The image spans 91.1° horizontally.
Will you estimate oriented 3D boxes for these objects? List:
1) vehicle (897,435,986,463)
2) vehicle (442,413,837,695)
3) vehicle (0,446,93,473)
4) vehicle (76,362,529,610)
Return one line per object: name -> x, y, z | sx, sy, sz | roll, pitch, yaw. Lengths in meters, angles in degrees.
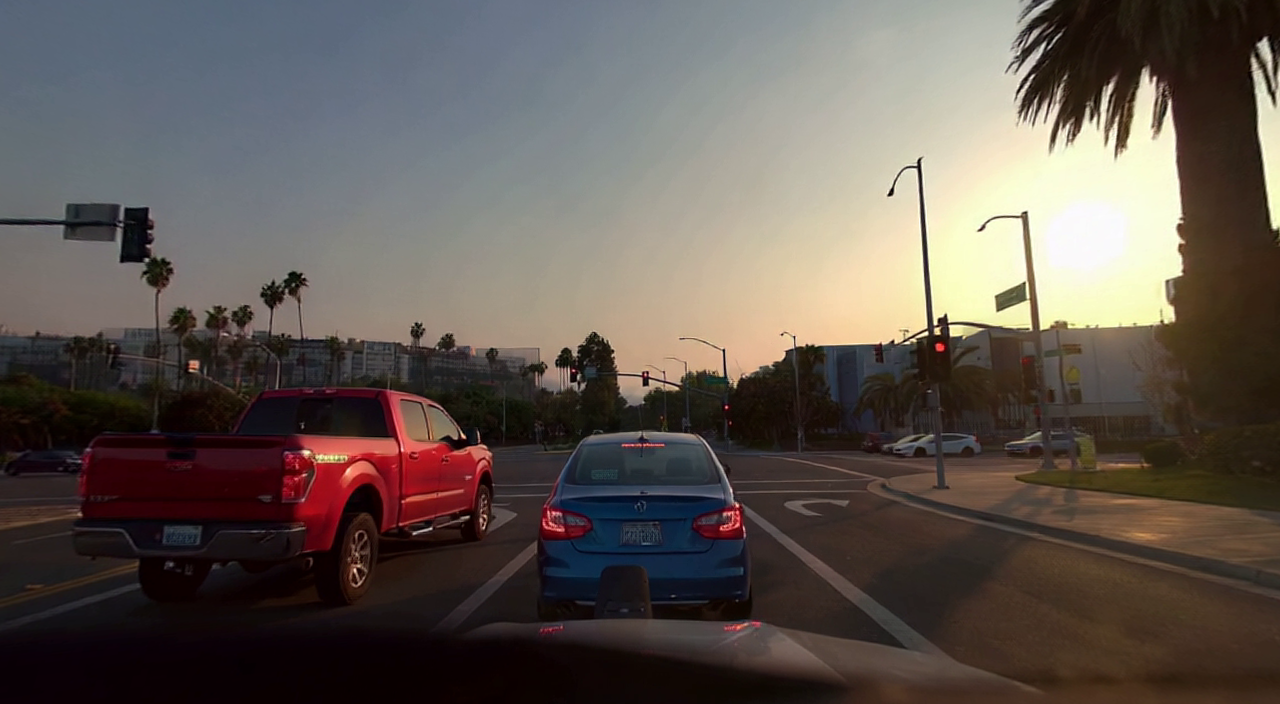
vehicle -> 18.801, 6.067, 39.305 | 4.466, 1.717, 1.963 | 0, -8, 2
vehicle -> 0.030, 1.398, 5.531 | 2.122, 1.501, 4.152 | 0, -8, 1
vehicle -> -37.093, 6.636, 38.855 | 4.576, 1.617, 1.937 | 0, -8, 2
vehicle -> -3.228, 1.477, 7.917 | 2.330, 1.969, 5.626 | -1, -8, 3
